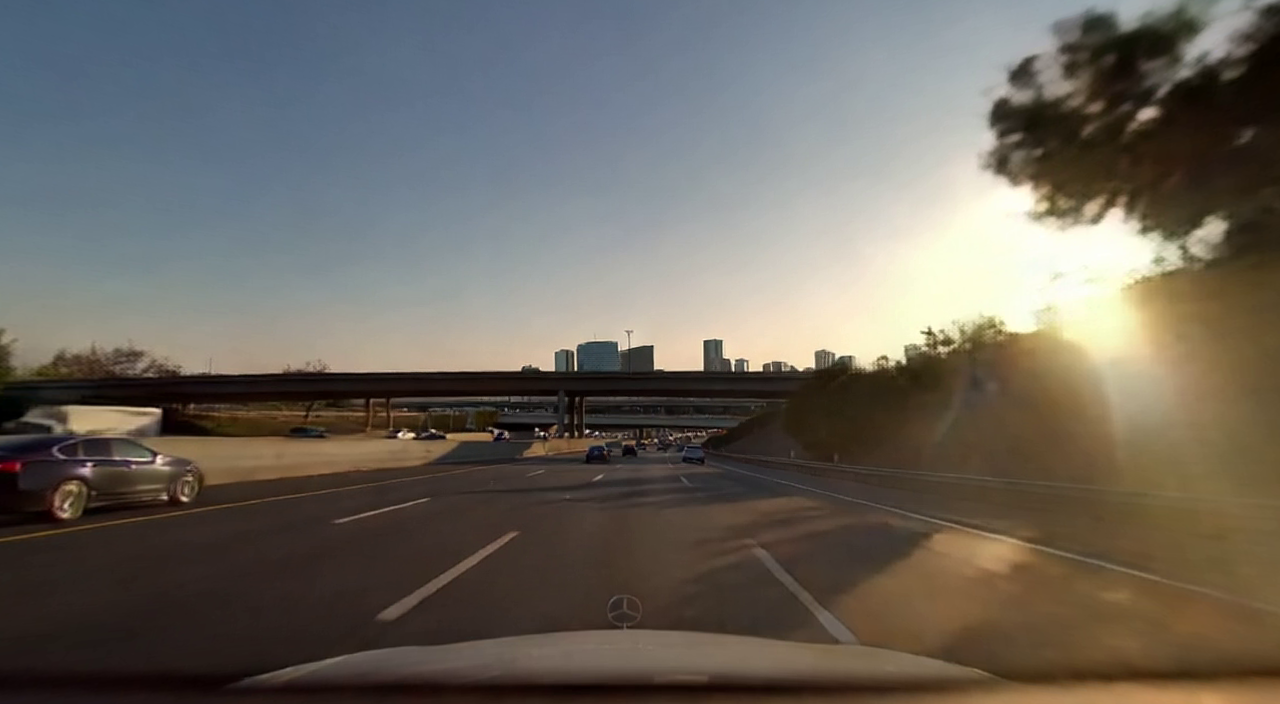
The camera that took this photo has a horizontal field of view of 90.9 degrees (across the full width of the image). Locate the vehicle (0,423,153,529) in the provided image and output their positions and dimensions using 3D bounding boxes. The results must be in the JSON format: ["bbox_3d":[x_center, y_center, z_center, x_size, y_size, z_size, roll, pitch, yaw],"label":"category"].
[{"bbox_3d":[-11.237,2.104,10.891,1.995,1.682,4.516,0,-8,1],"label":"vehicle"}]

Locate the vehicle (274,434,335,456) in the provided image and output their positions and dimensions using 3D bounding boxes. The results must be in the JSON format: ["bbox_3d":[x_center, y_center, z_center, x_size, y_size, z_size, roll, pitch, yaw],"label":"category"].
[{"bbox_3d":[-24.199,6.733,45.632,1.922,1.544,4.340,0,-8,1],"label":"vehicle"}]

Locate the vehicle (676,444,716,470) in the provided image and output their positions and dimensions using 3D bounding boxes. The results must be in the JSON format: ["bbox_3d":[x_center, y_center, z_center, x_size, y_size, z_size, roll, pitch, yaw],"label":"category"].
[{"bbox_3d":[3.413,6.526,39.410,2.059,1.509,4.670,0,-8,0],"label":"vehicle"}]
